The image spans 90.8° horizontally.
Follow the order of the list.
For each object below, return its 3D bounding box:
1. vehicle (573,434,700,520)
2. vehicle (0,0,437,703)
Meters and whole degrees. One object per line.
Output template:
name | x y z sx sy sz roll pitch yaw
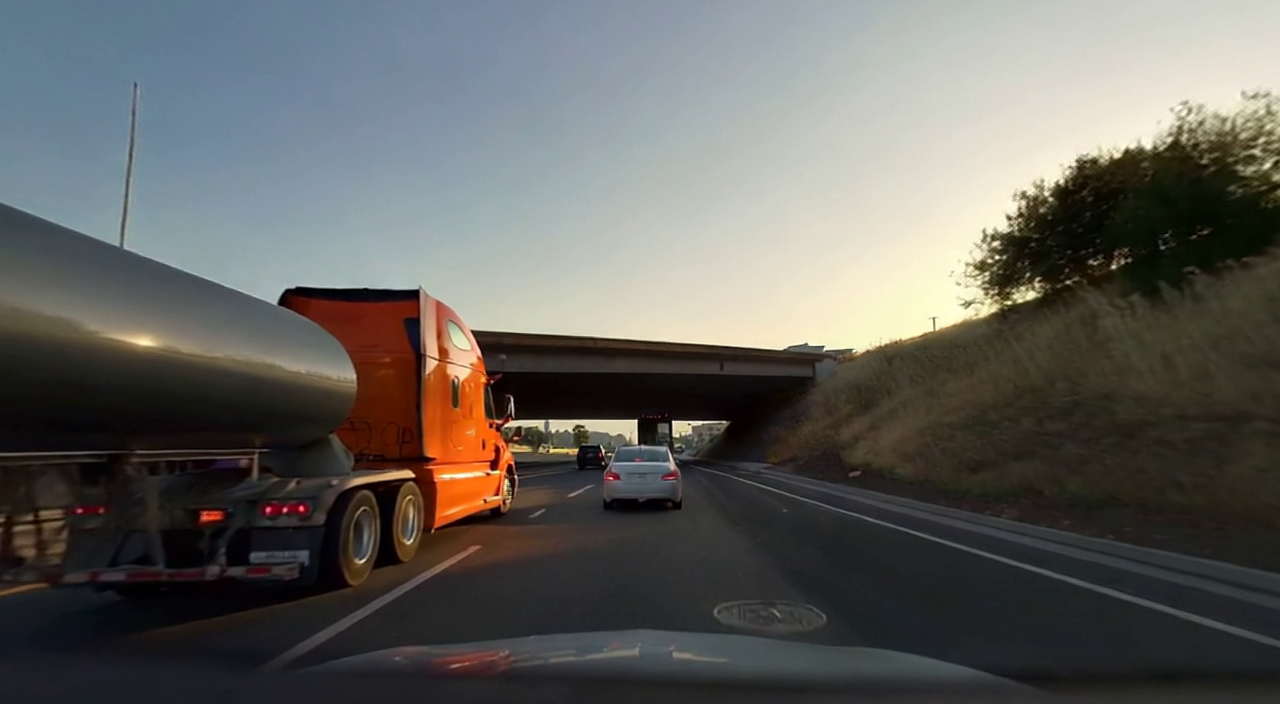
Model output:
vehicle | -0.074 2.530 13.273 2.215 1.481 4.246 0 -9 0
vehicle | -4.217 -0.260 0.980 2.896 3.563 14.643 0 -9 0
